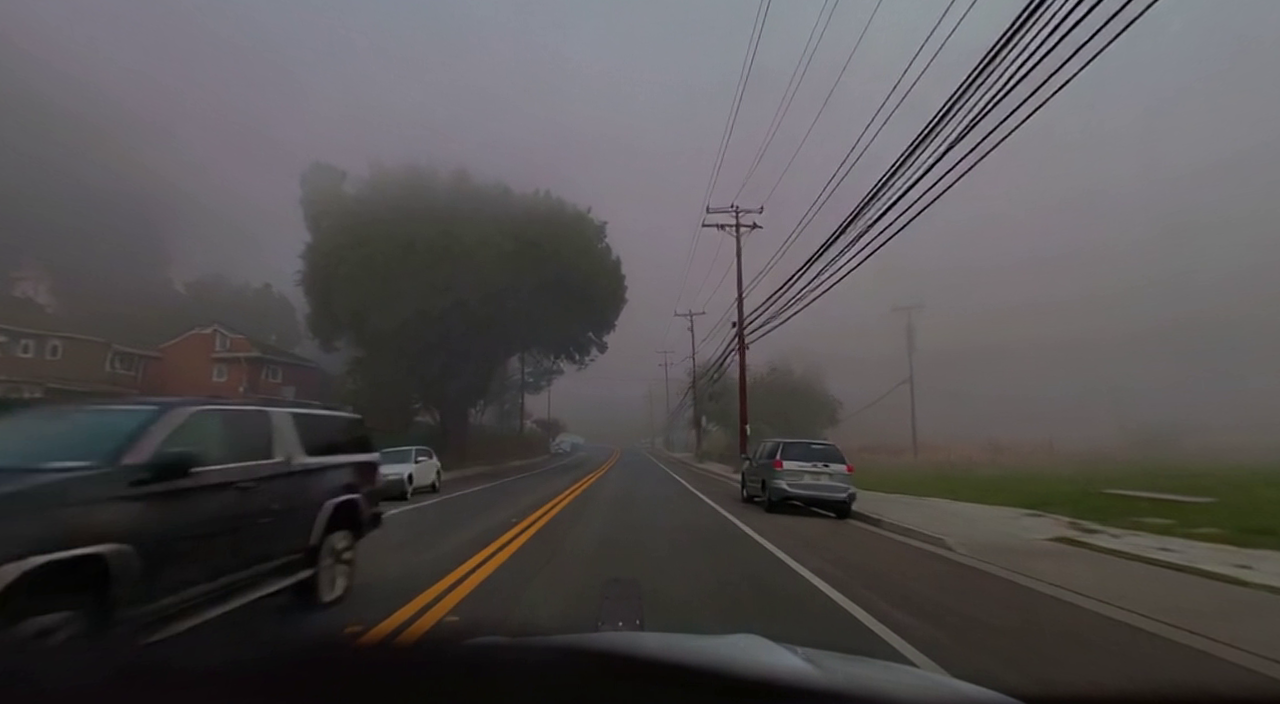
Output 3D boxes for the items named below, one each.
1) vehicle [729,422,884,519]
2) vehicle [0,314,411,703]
[{"bbox_3d":[3.393,2.538,14.034,2.031,1.762,4.749,0,-8,-1],"label":"vehicle"},{"bbox_3d":[-3.469,1.042,4.005,2.210,1.838,4.854,0,-8,0],"label":"vehicle"}]
